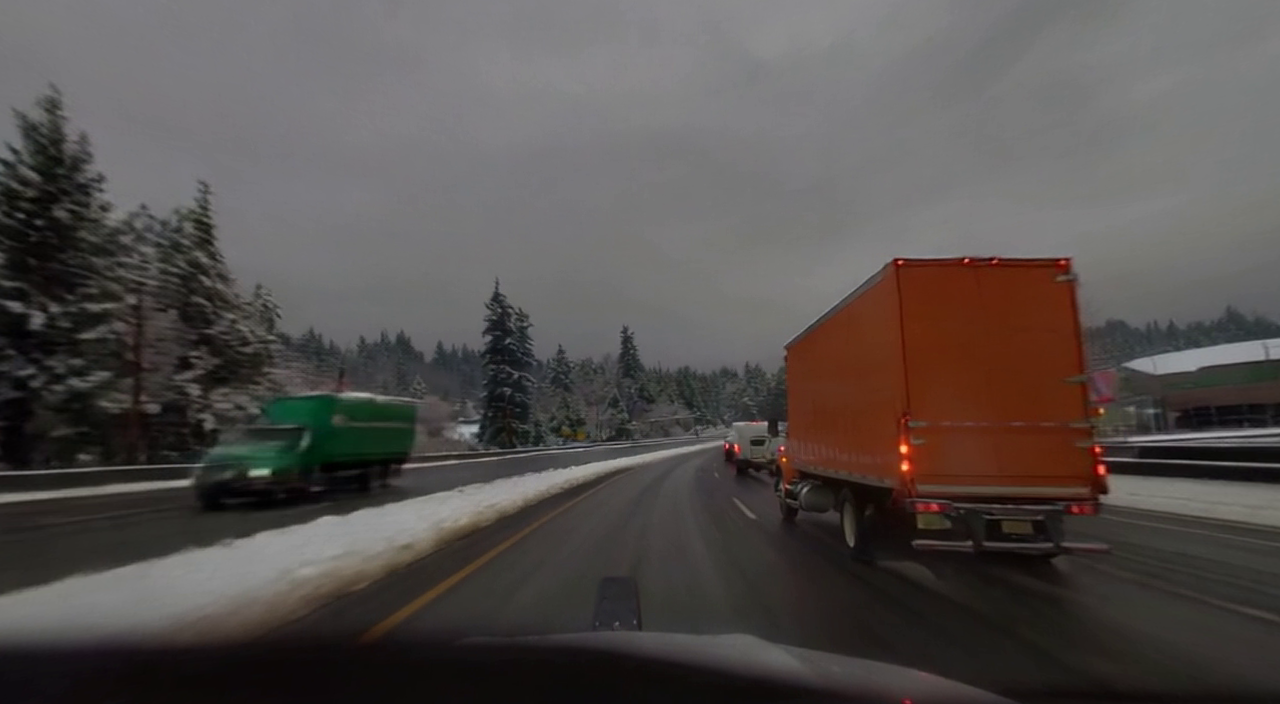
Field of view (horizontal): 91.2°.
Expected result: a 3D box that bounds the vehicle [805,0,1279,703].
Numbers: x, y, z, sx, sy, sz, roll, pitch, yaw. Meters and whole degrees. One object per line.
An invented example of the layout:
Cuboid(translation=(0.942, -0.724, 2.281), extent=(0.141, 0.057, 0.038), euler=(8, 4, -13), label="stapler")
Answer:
Cuboid(translation=(3.893, 0.128, 1.647), extent=(2.916, 3.563, 14.462), euler=(-1, -9, 0), label="vehicle")

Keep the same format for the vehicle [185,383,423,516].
Cuboid(translation=(-8.250, 2.541, 16.456), extent=(2.492, 2.808, 5.904), euler=(-2, -9, 6), label="vehicle")
